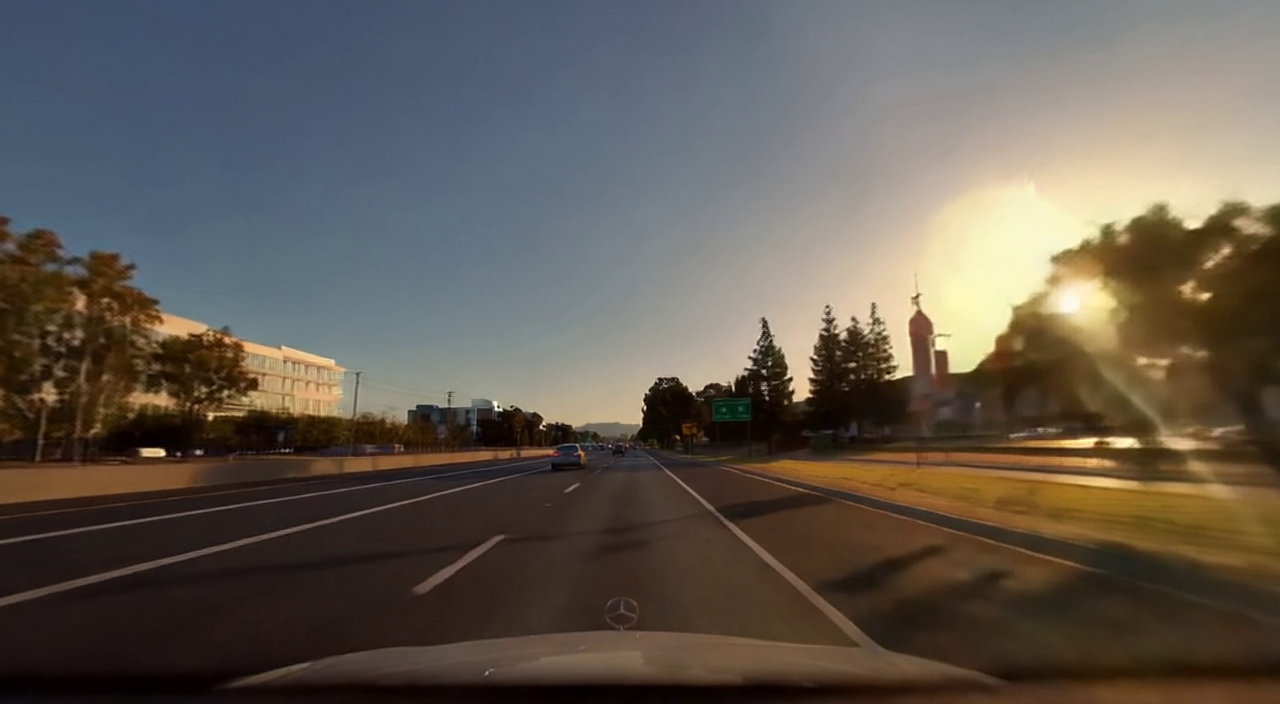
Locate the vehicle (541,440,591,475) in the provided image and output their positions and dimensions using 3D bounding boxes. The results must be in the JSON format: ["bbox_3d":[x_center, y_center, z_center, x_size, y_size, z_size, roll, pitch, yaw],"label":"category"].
[{"bbox_3d":[-3.982,5.740,34.712,2.150,1.761,4.697,-1,-8,0],"label":"vehicle"}]
